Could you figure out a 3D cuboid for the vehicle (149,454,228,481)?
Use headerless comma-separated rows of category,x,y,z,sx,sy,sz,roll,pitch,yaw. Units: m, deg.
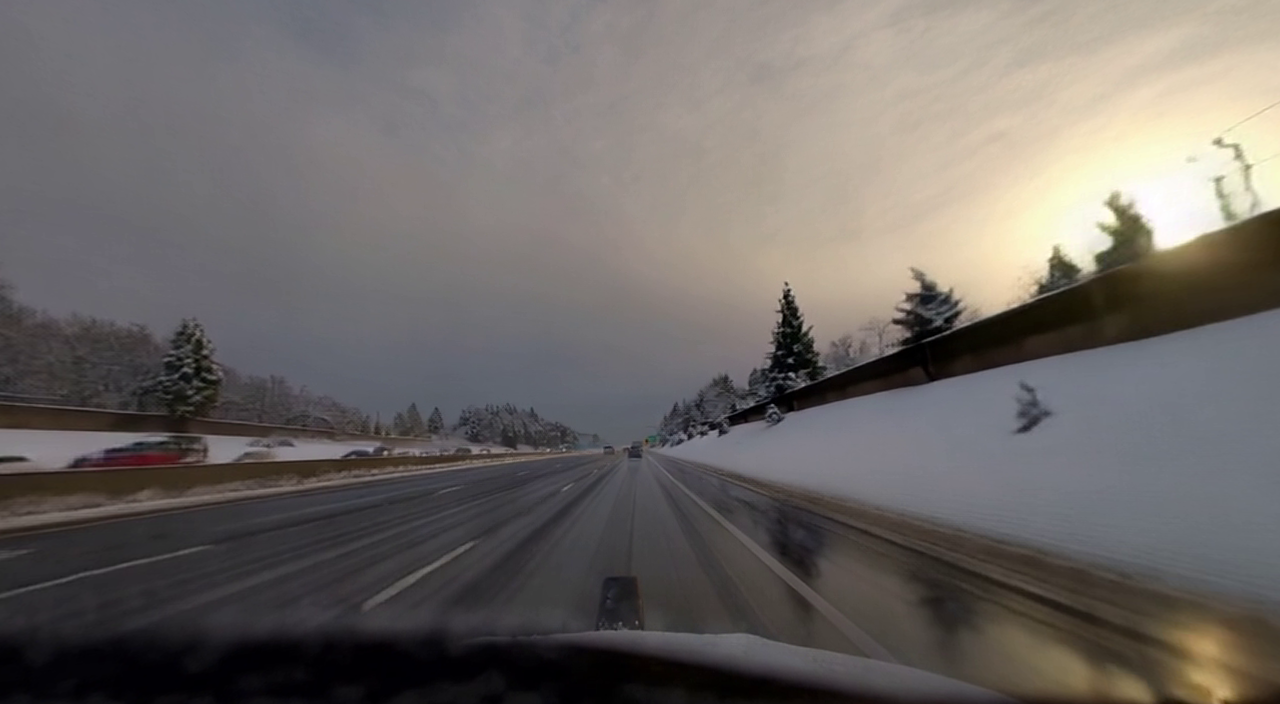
vehicle,-29.719,7.601,41.643,1.880,1.586,4.471,0,-9,0

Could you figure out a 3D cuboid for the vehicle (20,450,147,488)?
vehicle,-26.195,5.485,29.907,1.899,1.662,4.476,0,-9,0
